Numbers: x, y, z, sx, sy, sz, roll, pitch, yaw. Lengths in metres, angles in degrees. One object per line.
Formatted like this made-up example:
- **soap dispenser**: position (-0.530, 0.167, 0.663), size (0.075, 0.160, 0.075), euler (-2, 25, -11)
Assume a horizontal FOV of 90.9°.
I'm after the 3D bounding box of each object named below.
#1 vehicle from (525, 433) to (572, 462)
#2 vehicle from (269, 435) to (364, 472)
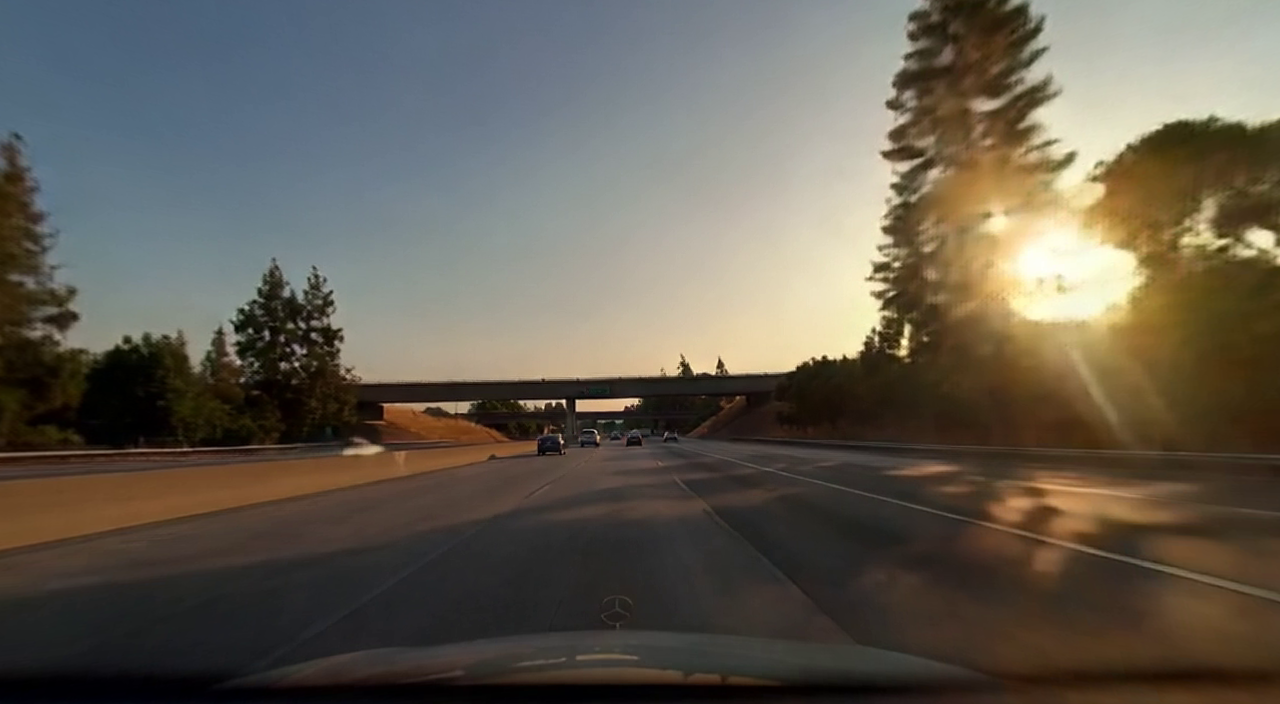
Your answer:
- **vehicle**: position (-4.887, 5.138, 34.173), size (1.933, 1.473, 4.023), euler (0, -8, -1)
- **vehicle**: position (-13.677, 4.282, 26.963), size (1.784, 1.443, 4.402), euler (0, -8, 0)
